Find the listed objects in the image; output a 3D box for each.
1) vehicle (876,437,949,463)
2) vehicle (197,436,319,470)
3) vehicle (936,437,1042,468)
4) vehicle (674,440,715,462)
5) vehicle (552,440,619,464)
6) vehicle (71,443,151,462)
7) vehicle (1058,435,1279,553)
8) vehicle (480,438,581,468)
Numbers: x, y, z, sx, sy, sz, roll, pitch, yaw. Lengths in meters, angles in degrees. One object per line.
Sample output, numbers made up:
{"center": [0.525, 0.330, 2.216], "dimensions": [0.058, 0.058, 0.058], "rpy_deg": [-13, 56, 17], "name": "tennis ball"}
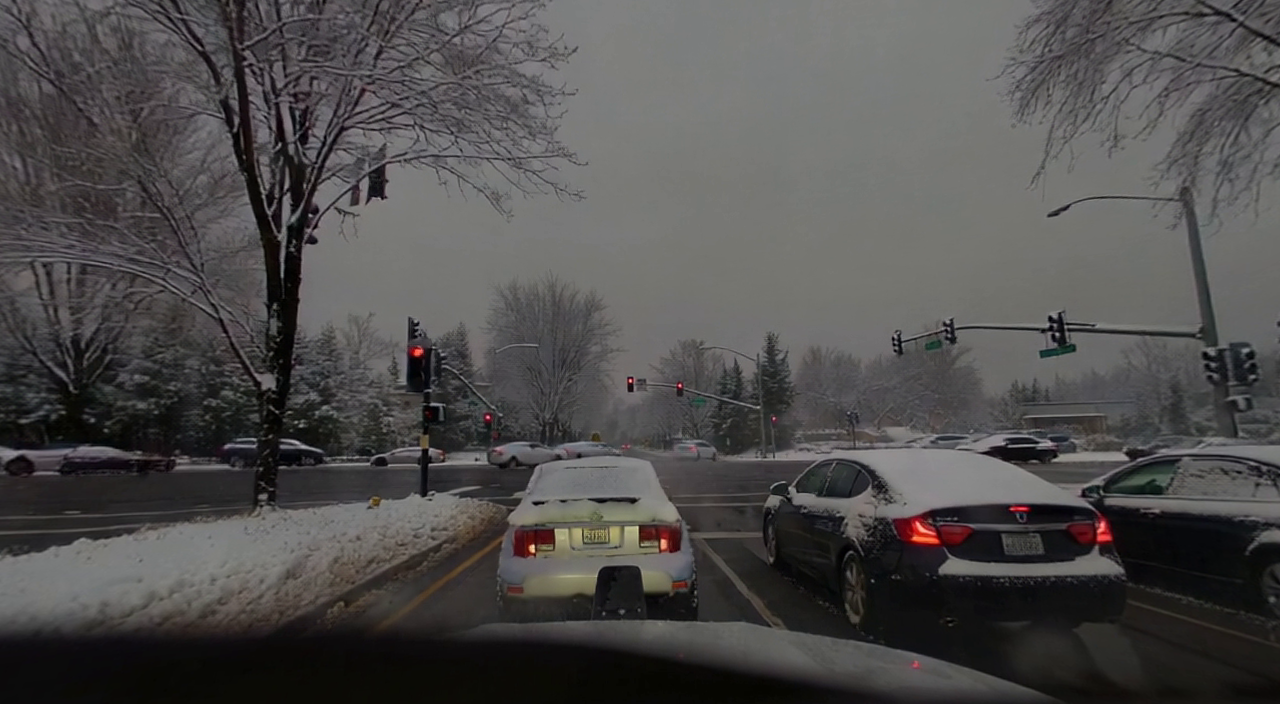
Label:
{"center": [16.995, 6.084, 39.316], "dimensions": [4.481, 1.561, 2.001], "rpy_deg": [6, -10, -33], "name": "vehicle"}
{"center": [-17.577, 4.692, 29.358], "dimensions": [4.580, 1.472, 1.891], "rpy_deg": [4, -9, -25], "name": "vehicle"}
{"center": [17.687, 5.064, 32.094], "dimensions": [4.516, 1.468, 1.962], "rpy_deg": [-5, -10, 31], "name": "vehicle"}
{"center": [4.136, 7.468, 47.582], "dimensions": [1.896, 1.544, 4.331], "rpy_deg": [-3, -9, 22], "name": "vehicle"}
{"center": [-3.605, 6.754, 42.861], "dimensions": [1.922, 1.485, 4.912], "rpy_deg": [-5, -10, 32], "name": "vehicle"}
{"center": [-40.606, 7.727, 48.543], "dimensions": [4.345, 1.426, 1.722], "rpy_deg": [2, -9, -8], "name": "vehicle"}
{"center": [9.265, 2.167, 10.089], "dimensions": [1.993, 1.505, 4.721], "rpy_deg": [3, -9, 0], "name": "vehicle"}
{"center": [-5.686, 5.286, 33.225], "dimensions": [4.849, 1.476, 1.935], "rpy_deg": [7, -11, -38], "name": "vehicle"}
